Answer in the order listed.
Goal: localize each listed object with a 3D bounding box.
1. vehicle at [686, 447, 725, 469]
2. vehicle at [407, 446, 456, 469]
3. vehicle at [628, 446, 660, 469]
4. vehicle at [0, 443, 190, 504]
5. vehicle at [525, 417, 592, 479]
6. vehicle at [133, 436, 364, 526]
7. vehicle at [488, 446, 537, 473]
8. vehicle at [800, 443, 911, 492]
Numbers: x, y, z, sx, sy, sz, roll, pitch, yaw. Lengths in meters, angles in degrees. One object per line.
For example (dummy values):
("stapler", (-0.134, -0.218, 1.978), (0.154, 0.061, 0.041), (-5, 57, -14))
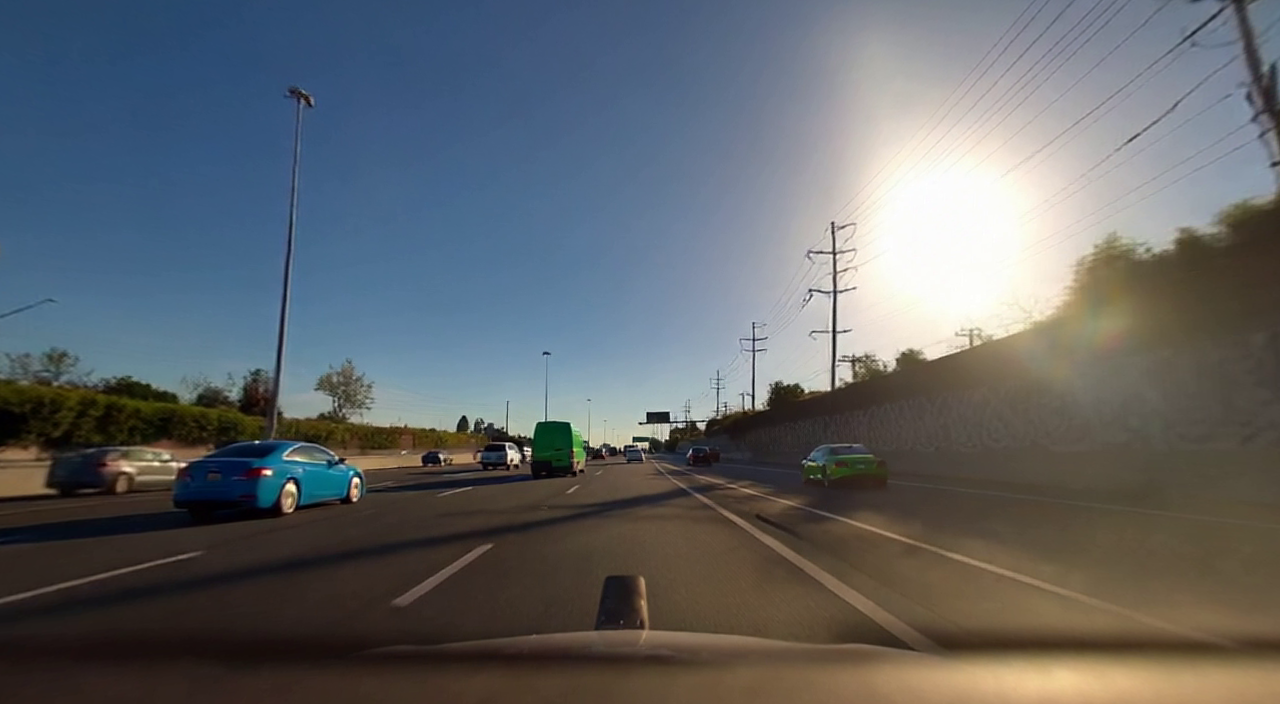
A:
("vehicle", (4.620, 7.567, 45.189), (2.095, 1.504, 4.536), (0, -9, -2))
("vehicle", (-15.146, 7.671, 45.932), (1.937, 1.523, 4.708), (0, -9, 0))
("vehicle", (0.234, 7.504, 44.910), (2.084, 1.492, 4.137), (0, -9, -2))
("vehicle", (-15.510, 3.375, 17.965), (1.968, 1.484, 4.599), (0, -9, 0))
("vehicle", (-3.746, 4.589, 30.141), (2.395, 2.660, 5.827), (0, -9, 0))
("vehicle", (-7.746, 2.564, 13.143), (1.967, 1.525, 4.458), (0, -9, -1))
("vehicle", (-7.351, 6.225, 36.691), (1.944, 1.490, 4.442), (0, -9, 0))
("vehicle", (7.148, 3.851, 21.422), (2.052, 1.470, 4.364), (0, -9, -3))
